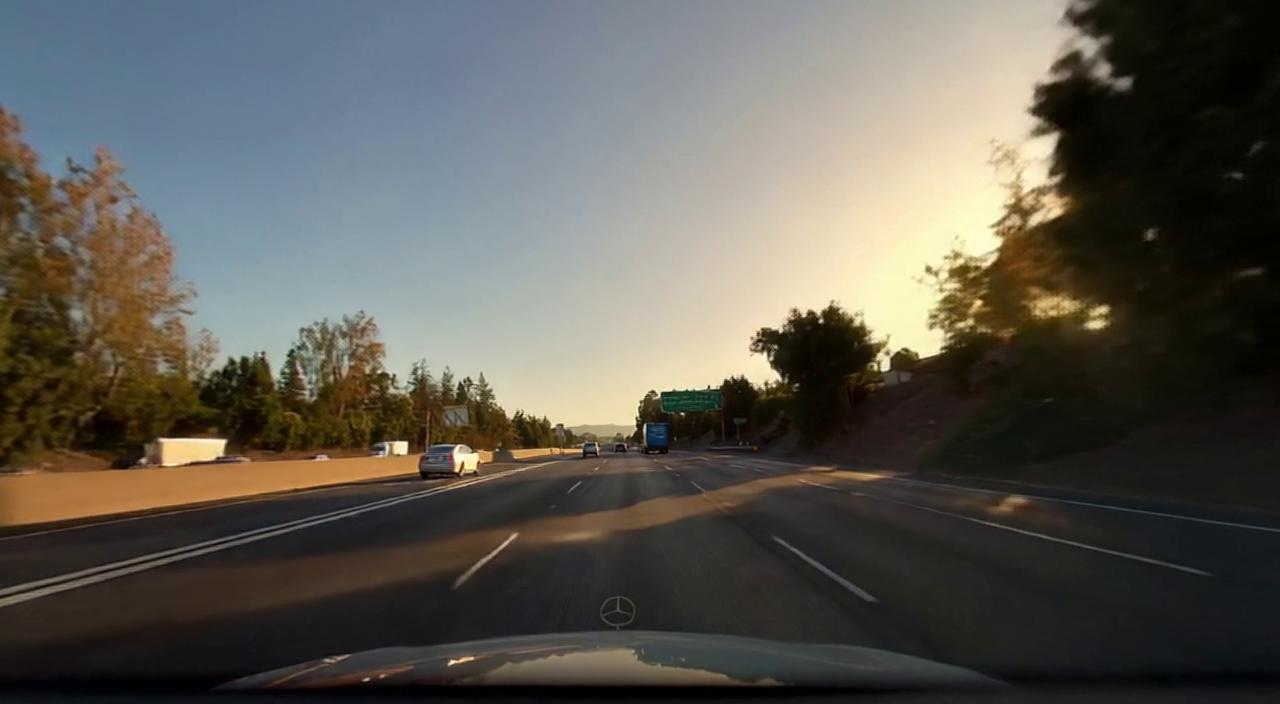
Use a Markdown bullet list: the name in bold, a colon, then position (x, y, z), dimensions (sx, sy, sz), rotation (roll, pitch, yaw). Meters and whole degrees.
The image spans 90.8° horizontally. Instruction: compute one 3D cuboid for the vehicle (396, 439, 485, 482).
- **vehicle**: position (-7.647, 4.189, 24.670), dimensions (2.033, 1.494, 4.508), rotation (0, -8, 0)
